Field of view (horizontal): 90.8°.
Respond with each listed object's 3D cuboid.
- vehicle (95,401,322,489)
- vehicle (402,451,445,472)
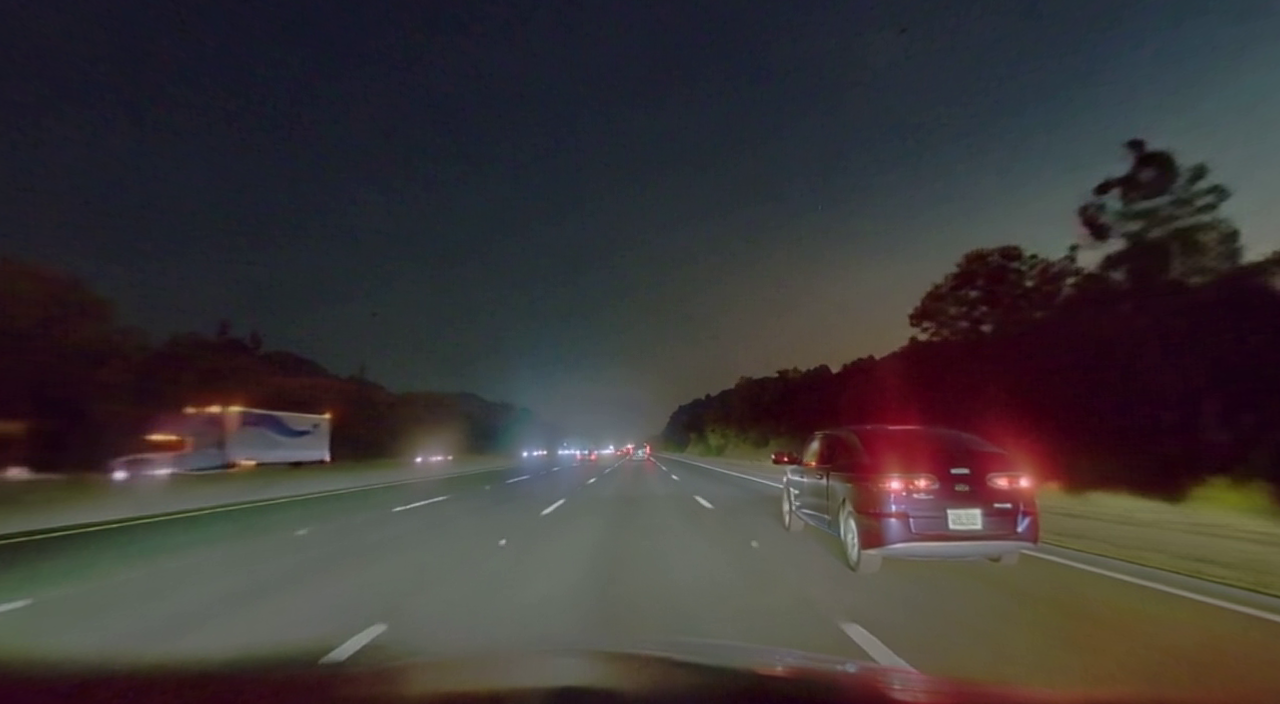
[{"bbox_3d":[-23.240,5.347,35.911,2.898,3.947,14.192,0,-9,0],"label":"vehicle"},{"bbox_3d":[-15.284,7.705,44.661,1.720,1.396,3.502,0,-9,1],"label":"vehicle"}]
